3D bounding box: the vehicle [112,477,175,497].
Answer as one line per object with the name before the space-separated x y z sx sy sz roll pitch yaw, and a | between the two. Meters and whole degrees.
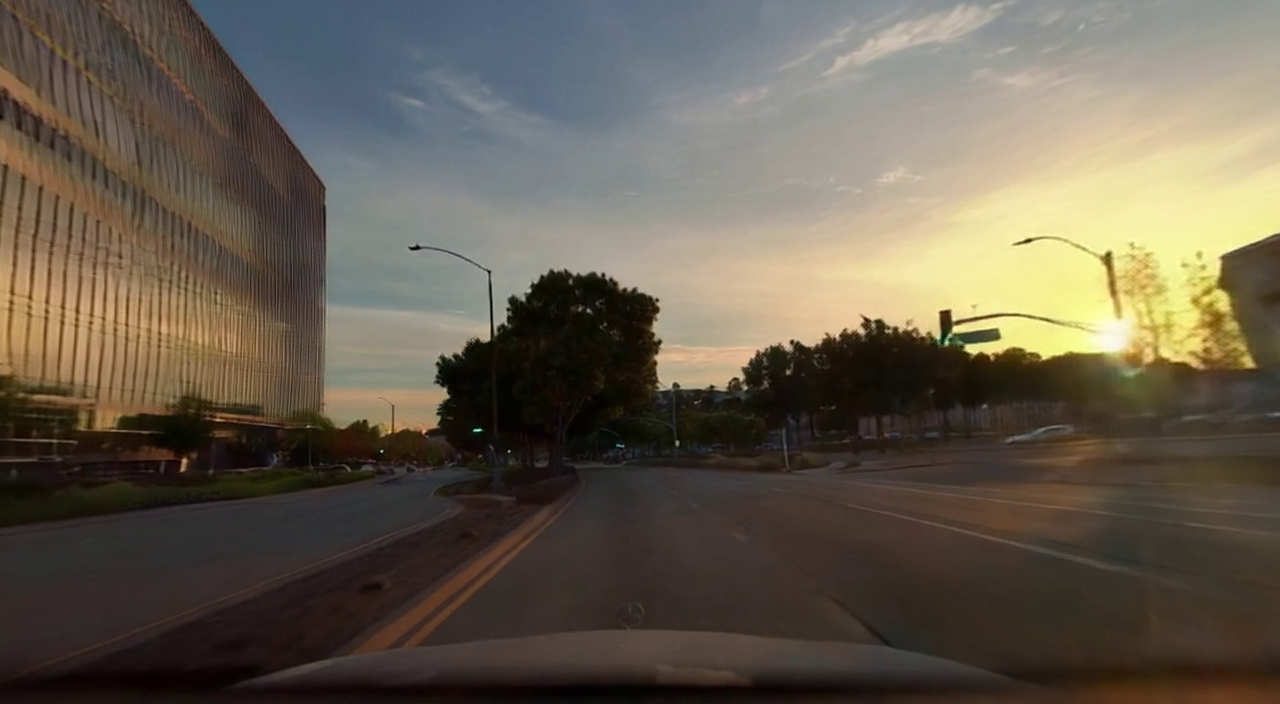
vehicle | -37.645 10.234 47.841 3.285 1.346 1.605 2 -8 -12
